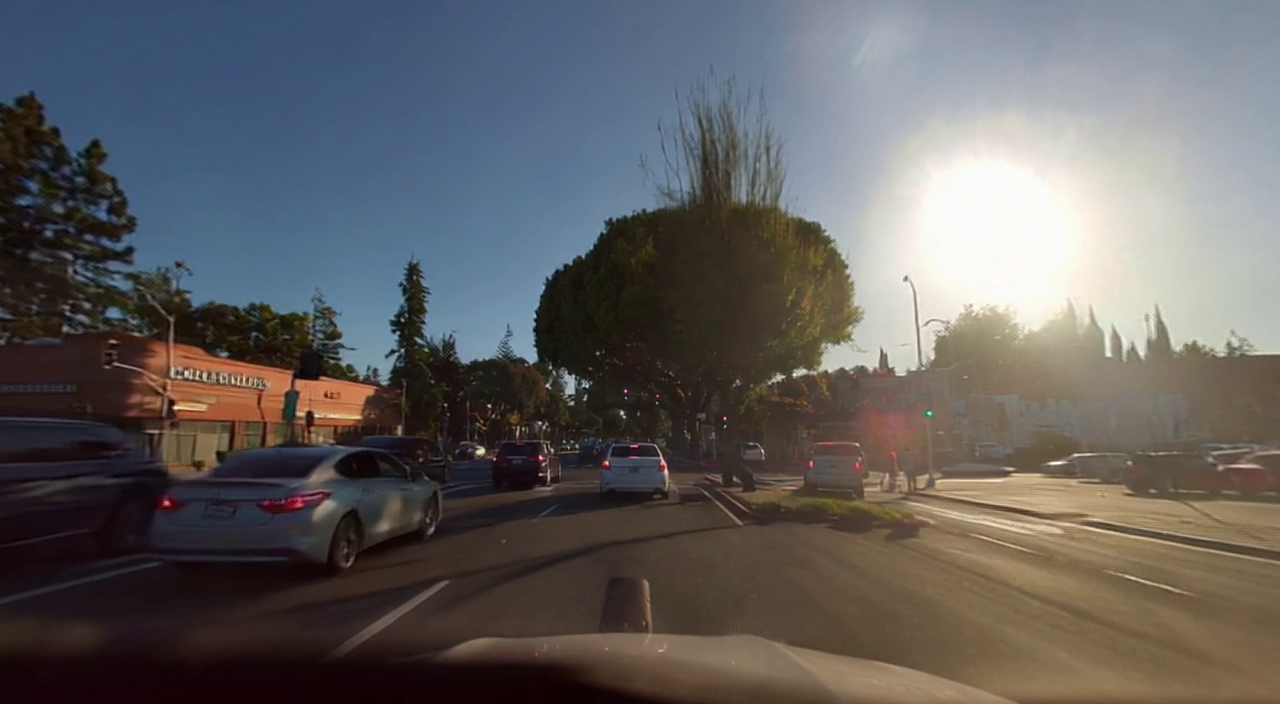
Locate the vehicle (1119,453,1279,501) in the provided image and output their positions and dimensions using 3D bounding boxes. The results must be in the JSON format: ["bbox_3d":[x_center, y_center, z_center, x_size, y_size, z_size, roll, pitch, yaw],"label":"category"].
[{"bbox_3d":[19.026,4.139,21.061,4.367,1.475,1.815,-1,-8,7],"label":"vehicle"}]

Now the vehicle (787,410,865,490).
[{"bbox_3d":[8.461,4.467,28.900,2.613,3.281,2.673,5,-8,0],"label":"vehicle"}]

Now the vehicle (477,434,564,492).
[{"bbox_3d":[-3.714,3.519,20.323,1.983,1.685,3.997,0,-8,0],"label":"vehicle"}]

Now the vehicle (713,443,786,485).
[{"bbox_3d":[4.175,4.343,24.723,1.979,1.485,4.207,0,-8,-1],"label":"vehicle"}]

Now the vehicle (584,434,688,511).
[{"bbox_3d":[-0.082,2.770,14.984,2.121,1.563,4.031,0,-8,0],"label":"vehicle"}]

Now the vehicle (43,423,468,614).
[{"bbox_3d":[-3.706,1.670,7.408,1.992,1.493,4.688,0,-8,1],"label":"vehicle"}]
